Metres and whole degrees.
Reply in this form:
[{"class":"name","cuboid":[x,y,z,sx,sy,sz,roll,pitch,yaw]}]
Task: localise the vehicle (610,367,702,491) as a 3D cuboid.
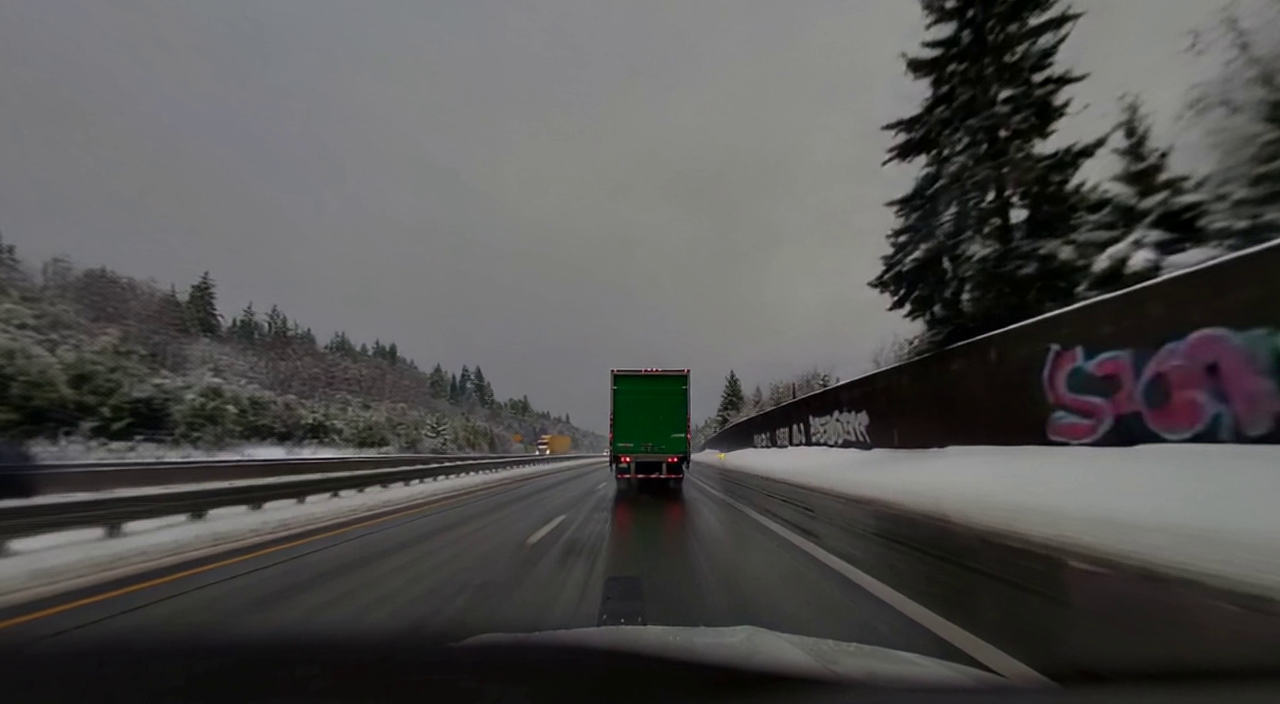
[{"class":"vehicle","cuboid":[0.409,3.232,25.169,2.900,3.955,10.151,0,-9,-1]}]
